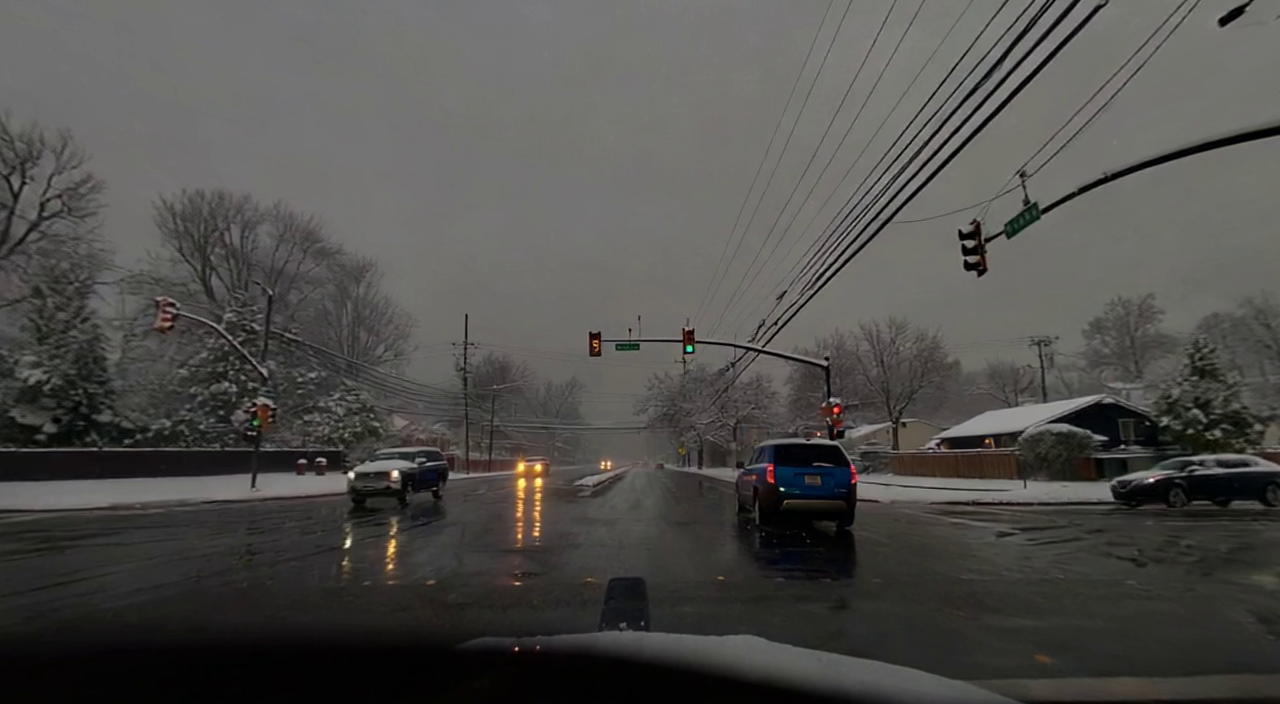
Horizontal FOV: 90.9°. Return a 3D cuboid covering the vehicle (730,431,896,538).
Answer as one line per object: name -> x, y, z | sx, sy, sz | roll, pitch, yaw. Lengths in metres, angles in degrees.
vehicle -> 3.376, 2.688, 13.484 | 2.144, 1.843, 4.827 | 0, -9, 0

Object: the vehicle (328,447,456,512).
vehicle -> -7.148, 3.675, 18.710 | 1.981, 1.689, 4.233 | 0, -9, 1

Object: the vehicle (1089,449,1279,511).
vehicle -> 16.143, 3.646, 18.219 | 4.596, 1.637, 2.172 | 0, -9, 0
